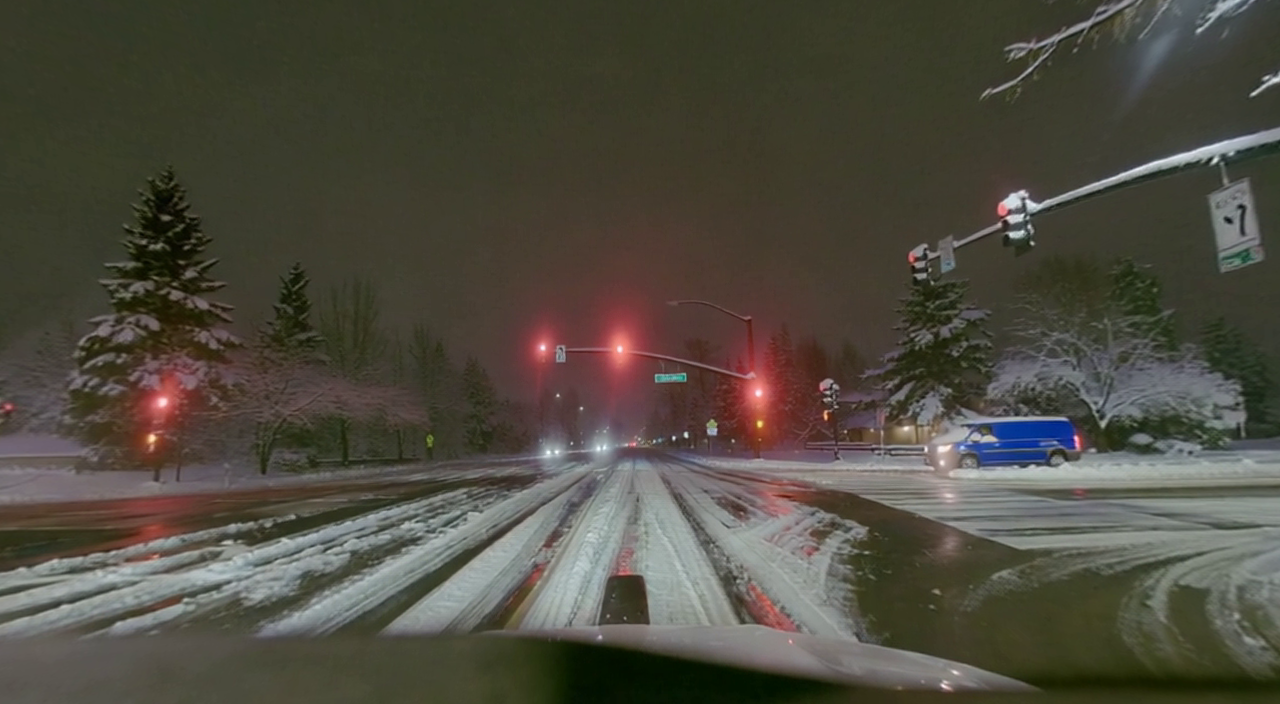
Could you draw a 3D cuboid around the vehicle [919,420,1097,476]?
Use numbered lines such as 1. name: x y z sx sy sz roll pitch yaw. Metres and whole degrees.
1. vehicle: 12.421 3.271 21.517 4.790 1.798 1.909 0 -8 1
